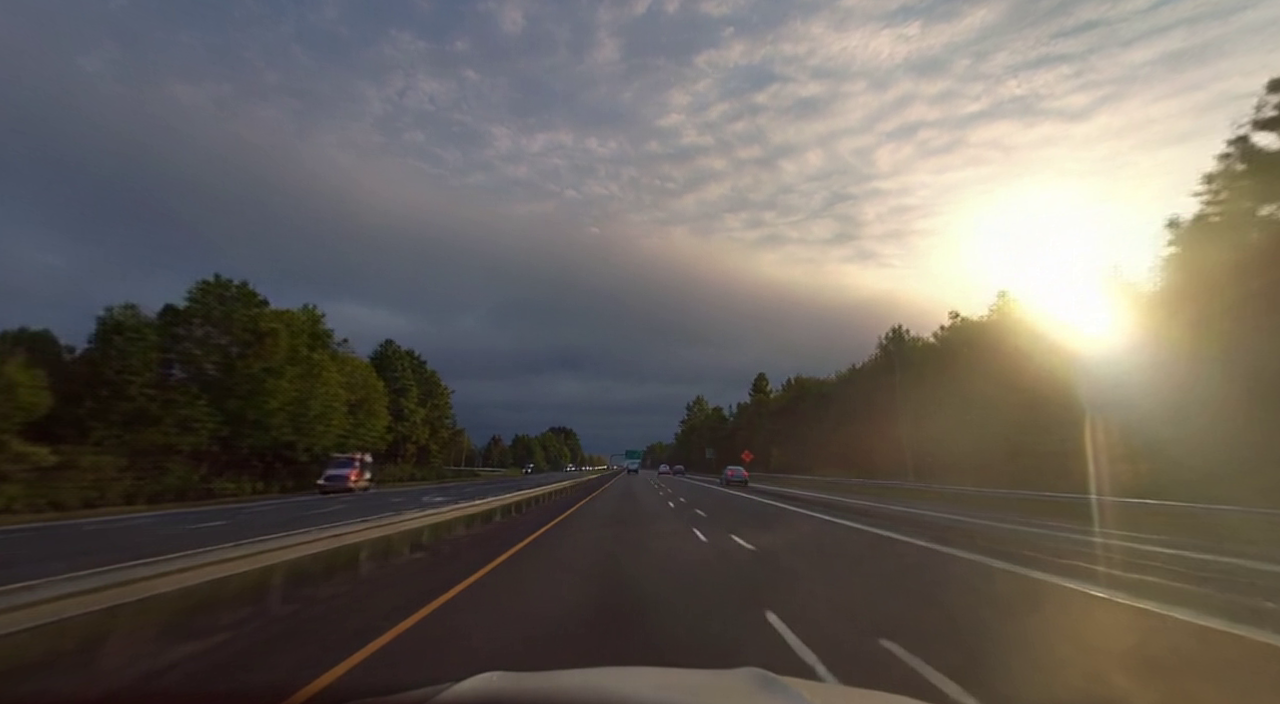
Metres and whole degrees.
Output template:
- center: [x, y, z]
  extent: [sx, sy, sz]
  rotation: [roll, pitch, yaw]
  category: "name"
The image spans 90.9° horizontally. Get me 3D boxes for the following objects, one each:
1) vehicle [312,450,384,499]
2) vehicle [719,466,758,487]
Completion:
- center: [-21.043, 8.878, 45.877]
  extent: [2.775, 3.214, 6.920]
  rotation: [2, -11, -9]
  category: "vehicle"
- center: [7.218, 9.190, 46.628]
  extent: [2.024, 1.476, 4.352]
  rotation: [1, -10, -2]
  category: "vehicle"
